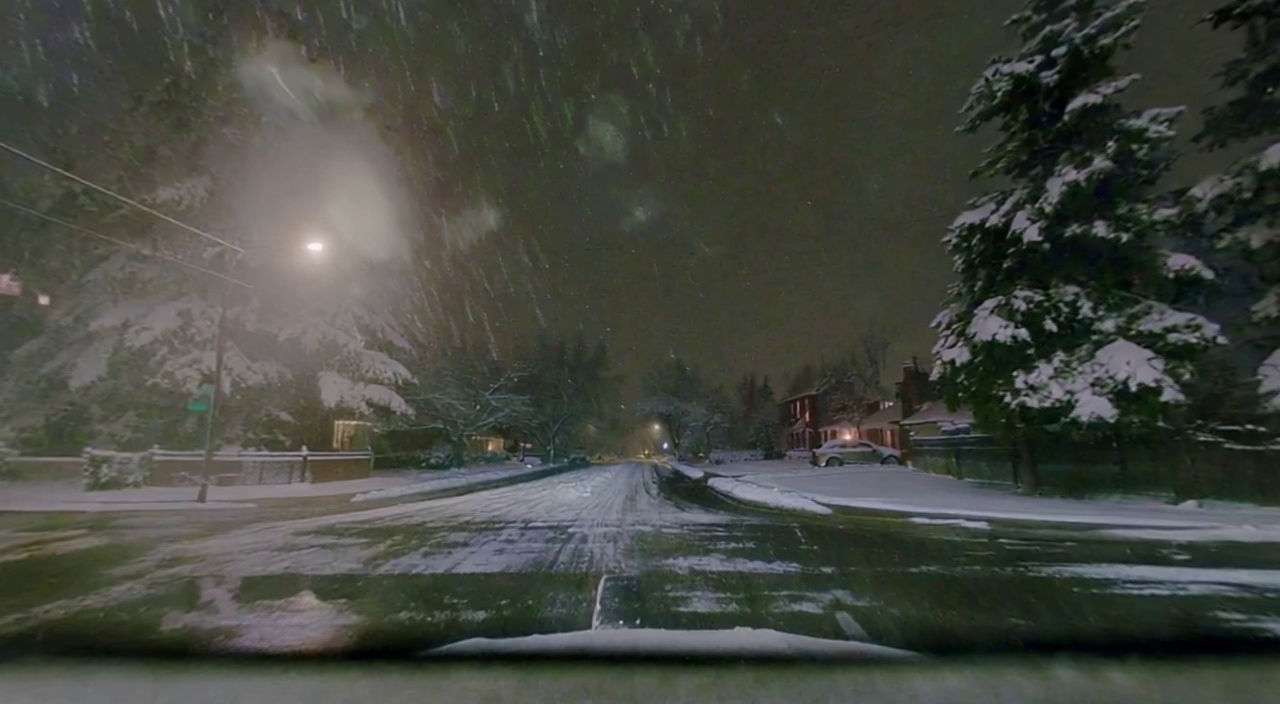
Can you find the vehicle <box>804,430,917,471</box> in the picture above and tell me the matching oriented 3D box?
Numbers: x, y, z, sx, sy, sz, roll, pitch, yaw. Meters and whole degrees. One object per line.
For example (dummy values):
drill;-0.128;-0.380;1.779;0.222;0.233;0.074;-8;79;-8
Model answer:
vehicle;11.133;5.022;32.144;4.894;1.616;1.965;-5;-9;1
